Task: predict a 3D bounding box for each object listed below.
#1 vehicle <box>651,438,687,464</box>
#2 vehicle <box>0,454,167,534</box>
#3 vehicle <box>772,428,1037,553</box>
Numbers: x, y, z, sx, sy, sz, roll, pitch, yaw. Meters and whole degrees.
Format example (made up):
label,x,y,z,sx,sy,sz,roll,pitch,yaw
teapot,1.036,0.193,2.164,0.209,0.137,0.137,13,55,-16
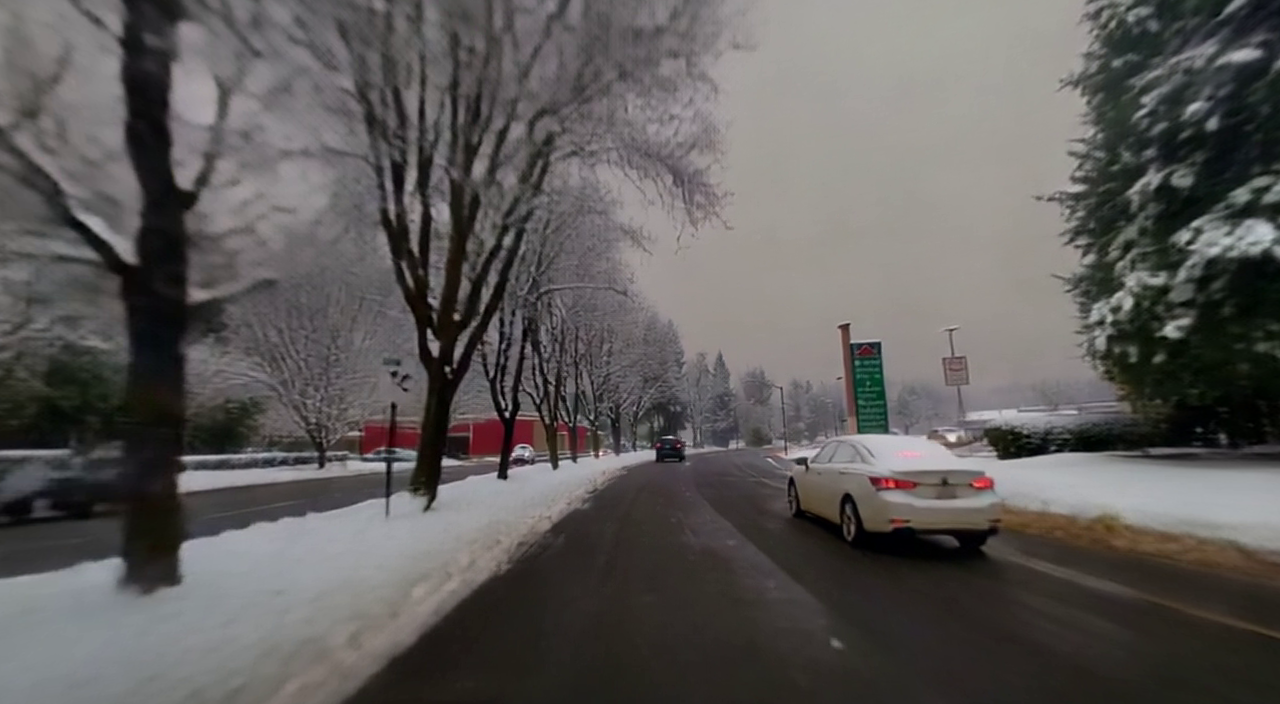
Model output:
label,x,y,z,sx,sy,sz,roll,pitch,yaw
vehicle,2.087,6.903,44.178,2.123,1.703,4.292,-1,-8,8
vehicle,-14.693,3.480,16.099,1.910,1.667,4.290,0,-8,0
vehicle,3.746,2.051,10.178,2.132,1.497,4.827,0,-8,-1
